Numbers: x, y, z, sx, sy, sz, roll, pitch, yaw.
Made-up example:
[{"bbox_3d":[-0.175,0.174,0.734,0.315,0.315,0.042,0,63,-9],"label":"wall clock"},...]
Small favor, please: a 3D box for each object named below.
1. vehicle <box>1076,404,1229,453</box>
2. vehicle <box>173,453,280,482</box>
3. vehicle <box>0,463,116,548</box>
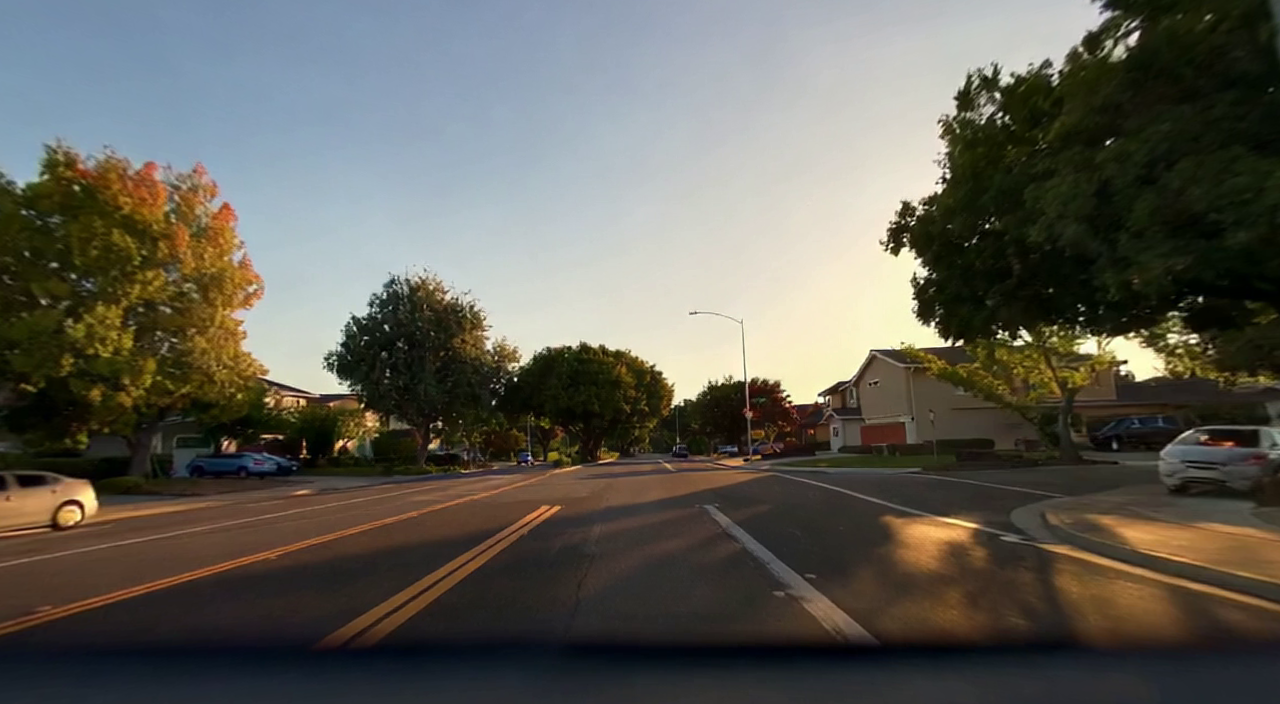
[{"bbox_3d":[26.379,3.995,32.744,5.595,2.365,2.241,-1,-9,6],"label":"vehicle"},{"bbox_3d":[-22.993,6.414,35.262,4.486,1.509,2.189,-1,-9,1],"label":"vehicle"},{"bbox_3d":[-12.906,2.929,11.947,1.992,1.534,4.802,-2,-9,-2],"label":"vehicle"}]
